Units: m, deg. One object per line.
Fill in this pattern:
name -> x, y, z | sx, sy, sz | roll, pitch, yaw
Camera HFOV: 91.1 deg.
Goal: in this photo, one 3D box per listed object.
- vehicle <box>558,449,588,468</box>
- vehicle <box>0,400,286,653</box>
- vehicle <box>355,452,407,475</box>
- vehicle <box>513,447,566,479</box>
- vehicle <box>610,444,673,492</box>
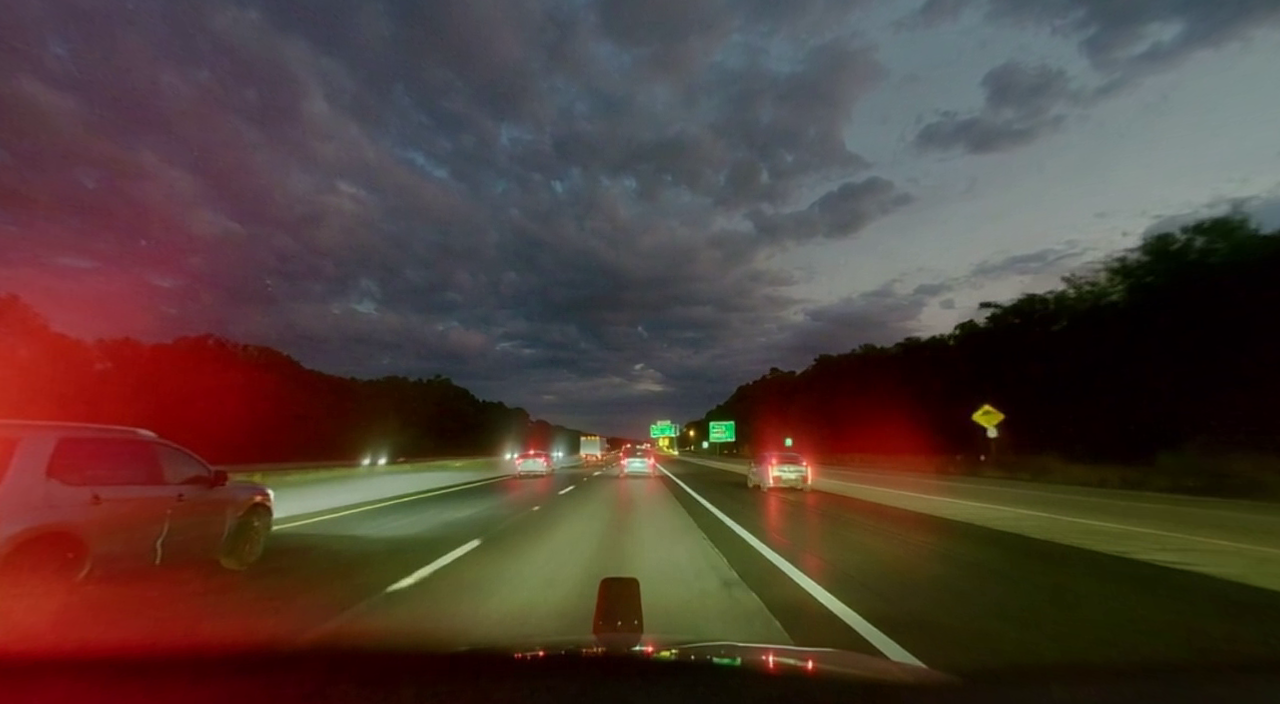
vehicle -> -5.056, 8.078, 47.813 | 1.814, 1.417, 3.860 | 0, -9, 1
vehicle -> -5.177, 1.307, 5.174 | 2.058, 1.626, 4.118 | 0, -9, 1
vehicle -> -17.448, 7.491, 42.526 | 1.895, 1.435, 3.589 | 0, -9, 1
vehicle -> -4.937, 5.490, 31.407 | 1.892, 1.481, 4.180 | 0, -9, 1
vehicle -> 0.049, 3.885, 21.370 | 1.940, 1.451, 3.512 | 0, -9, 0
